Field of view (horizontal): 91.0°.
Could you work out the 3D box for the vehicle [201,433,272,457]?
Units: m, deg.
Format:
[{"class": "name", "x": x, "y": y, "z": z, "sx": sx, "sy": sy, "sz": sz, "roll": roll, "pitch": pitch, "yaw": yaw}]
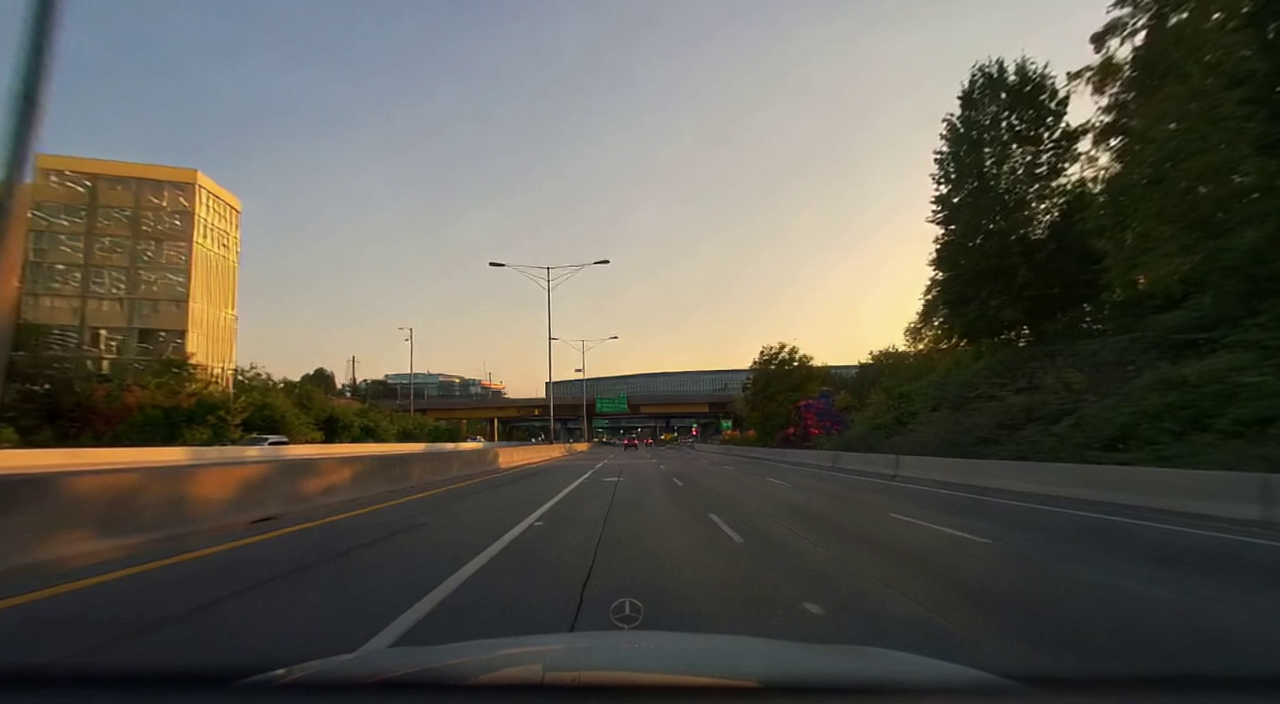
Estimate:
[{"class": "vehicle", "x": -27.352, "y": 6.331, "z": 42.891, "sx": 2.072, "sy": 1.548, "sz": 4.290, "roll": 0, "pitch": -8, "yaw": -2}]
